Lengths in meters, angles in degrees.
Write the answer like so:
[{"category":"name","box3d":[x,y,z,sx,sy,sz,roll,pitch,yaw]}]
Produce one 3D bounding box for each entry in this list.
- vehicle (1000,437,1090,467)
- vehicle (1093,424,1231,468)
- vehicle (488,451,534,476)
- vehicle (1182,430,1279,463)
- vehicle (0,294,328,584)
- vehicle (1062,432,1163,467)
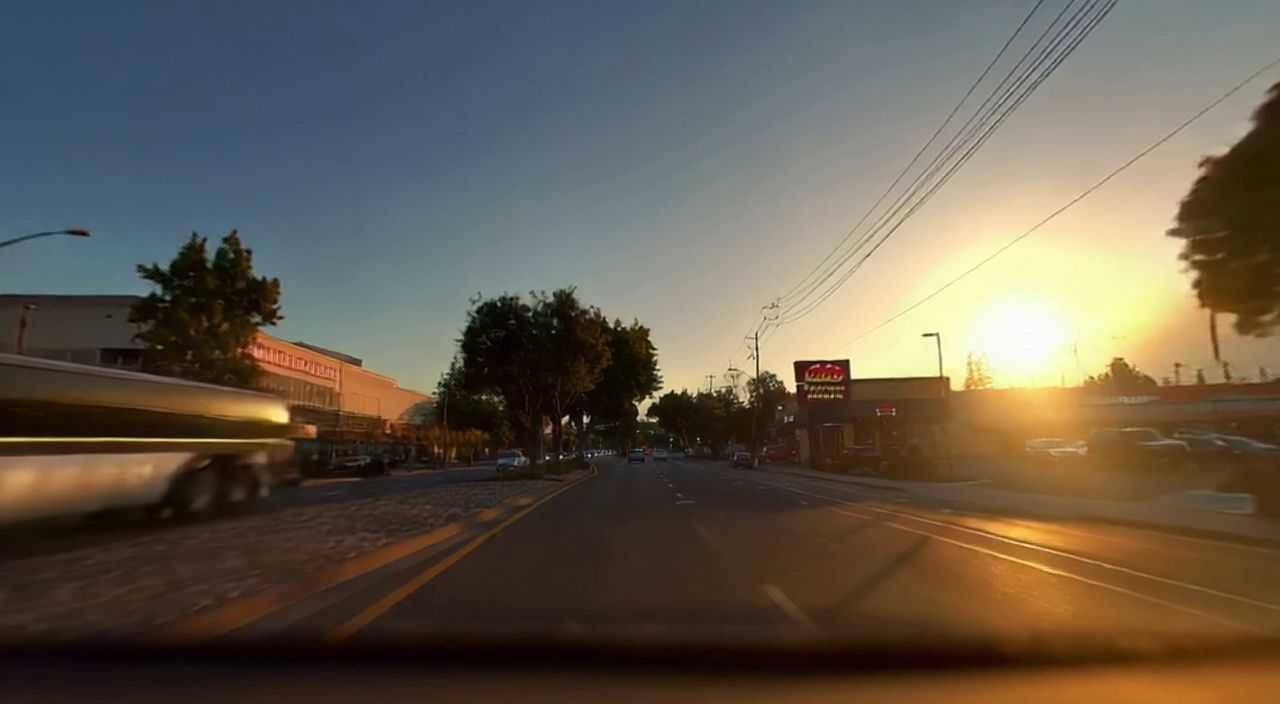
[{"category":"vehicle","box3d":[23.066,5.763,36.206,2.113,1.582,4.559,0,-9,0]},{"category":"vehicle","box3d":[28.568,5.172,34.975,2.346,2.093,6.071,-2,-8,-1]},{"category":"vehicle","box3d":[-8.692,7.556,42.993,2.043,1.536,4.682,0,-9,1]},{"category":"vehicle","box3d":[34.338,5.446,36.199,2.220,1.723,4.883,0,-9,1]},{"category":"vehicle","box3d":[-8.686,1.150,8.173,3.241,3.133,12.822,1,-9,-2]},{"category":"vehicle","box3d":[25.530,5.294,34.357,2.012,1.772,4.458,0,-9,0]}]
